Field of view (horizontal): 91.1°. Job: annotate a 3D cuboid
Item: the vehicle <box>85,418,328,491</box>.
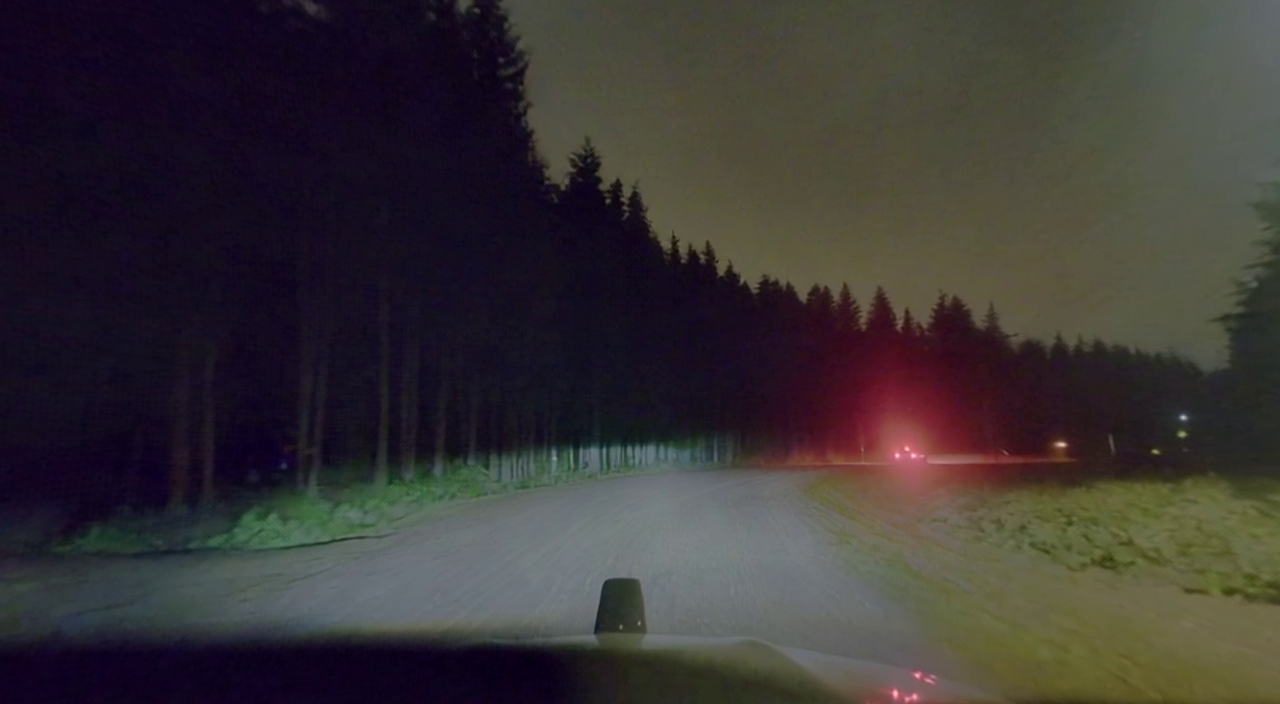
[{"bbox_3d":[-10.295,2.452,15.122,4.594,1.607,1.873,-1,-9,6],"label":"vehicle"}]
